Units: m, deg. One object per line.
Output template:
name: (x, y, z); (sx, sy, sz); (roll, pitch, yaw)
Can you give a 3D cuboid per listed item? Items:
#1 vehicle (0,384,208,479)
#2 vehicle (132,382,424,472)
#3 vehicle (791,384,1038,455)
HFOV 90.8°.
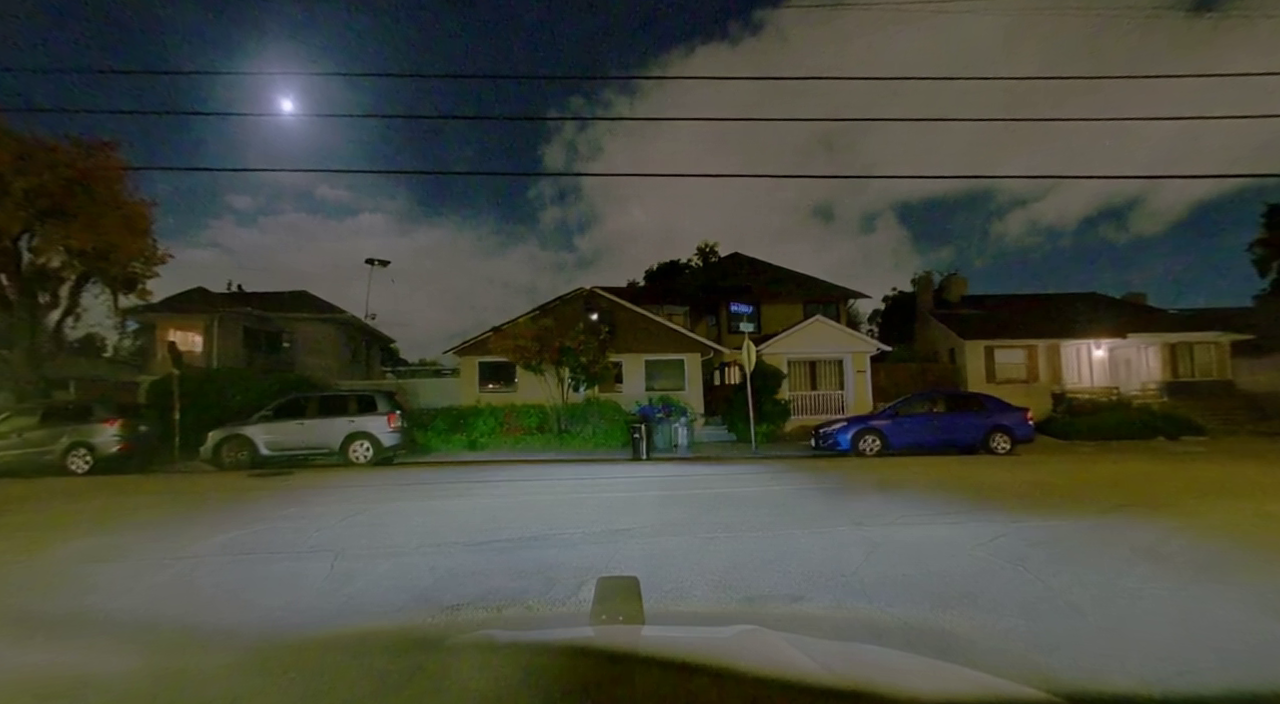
vehicle: (-12.127, 1.726, 13.594); (4.259, 1.878, 1.842); (0, -8, 1)
vehicle: (-7.399, 1.599, 13.338); (4.943, 1.731, 1.877); (0, -8, -1)
vehicle: (5.699, 1.477, 13.545); (4.469, 1.391, 1.746); (0, -8, -1)
